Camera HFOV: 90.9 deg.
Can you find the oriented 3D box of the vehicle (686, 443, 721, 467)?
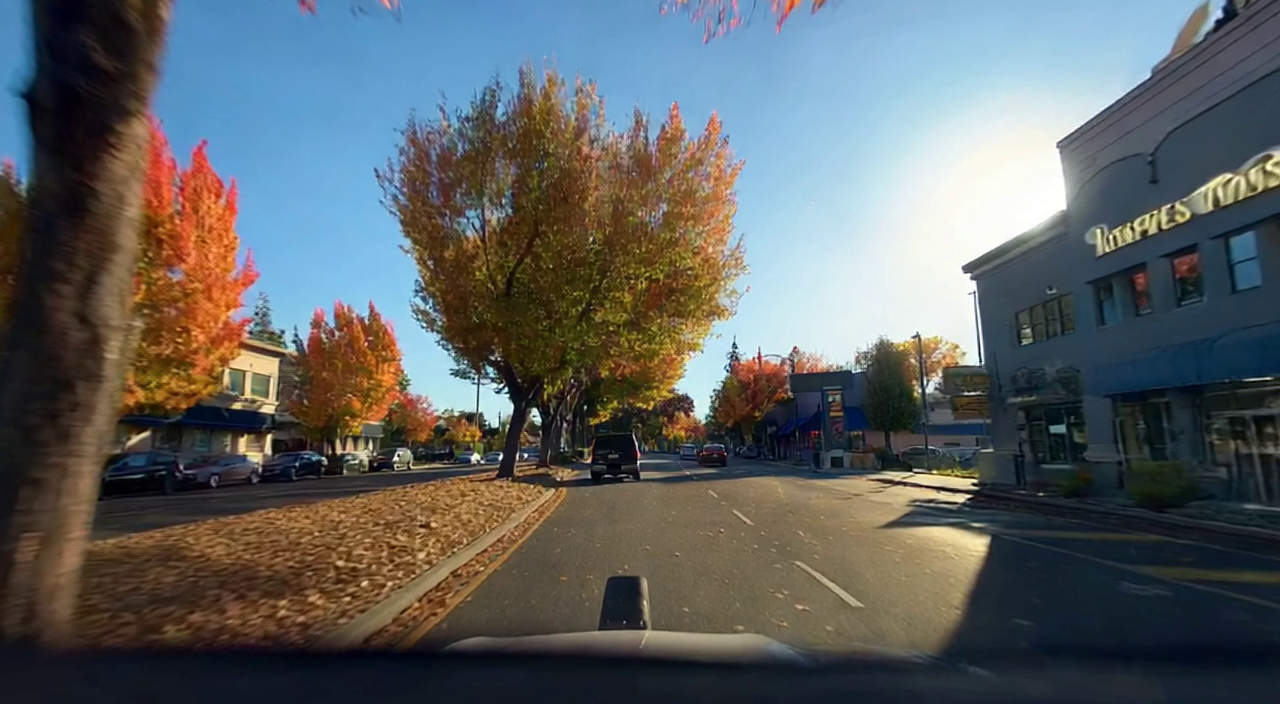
[{"bbox_3d":[4.137,6.826,41.950,1.886,1.464,4.290,0,-8,0],"label":"vehicle"}]

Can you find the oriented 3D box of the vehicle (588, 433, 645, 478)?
[{"bbox_3d":[-1.143,4.607,28.356,2.344,1.863,4.665,1,-8,-5],"label":"vehicle"}]

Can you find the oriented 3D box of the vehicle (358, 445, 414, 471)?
[{"bbox_3d":[-18.684,7.795,46.661,1.914,1.785,5.408,0,-8,0],"label":"vehicle"}]

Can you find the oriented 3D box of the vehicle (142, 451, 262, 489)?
[{"bbox_3d":[-19.110,5.143,27.828,1.985,1.463,4.603,0,-8,0],"label":"vehicle"}]

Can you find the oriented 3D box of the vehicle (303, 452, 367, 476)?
[{"bbox_3d":[-18.772,6.899,38.983,1.737,1.349,4.014,0,-8,3],"label":"vehicle"}]

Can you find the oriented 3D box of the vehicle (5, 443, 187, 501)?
[{"bbox_3d":[-19.018,4.172,22.460,2.160,1.801,4.860,0,-8,-1],"label":"vehicle"}]

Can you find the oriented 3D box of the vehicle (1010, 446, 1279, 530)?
[{"bbox_3d":[10.556,2.795,13.714,2.092,1.473,4.813,0,-8,0],"label":"vehicle"}]

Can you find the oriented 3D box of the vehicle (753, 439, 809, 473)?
[{"bbox_3d":[7.710,5.721,34.984,2.040,1.738,4.414,0,-8,0],"label":"vehicle"}]

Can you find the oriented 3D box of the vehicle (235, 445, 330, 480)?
[{"bbox_3d":[-18.993,5.873,33.818,2.137,1.723,4.850,0,-8,2],"label":"vehicle"}]
